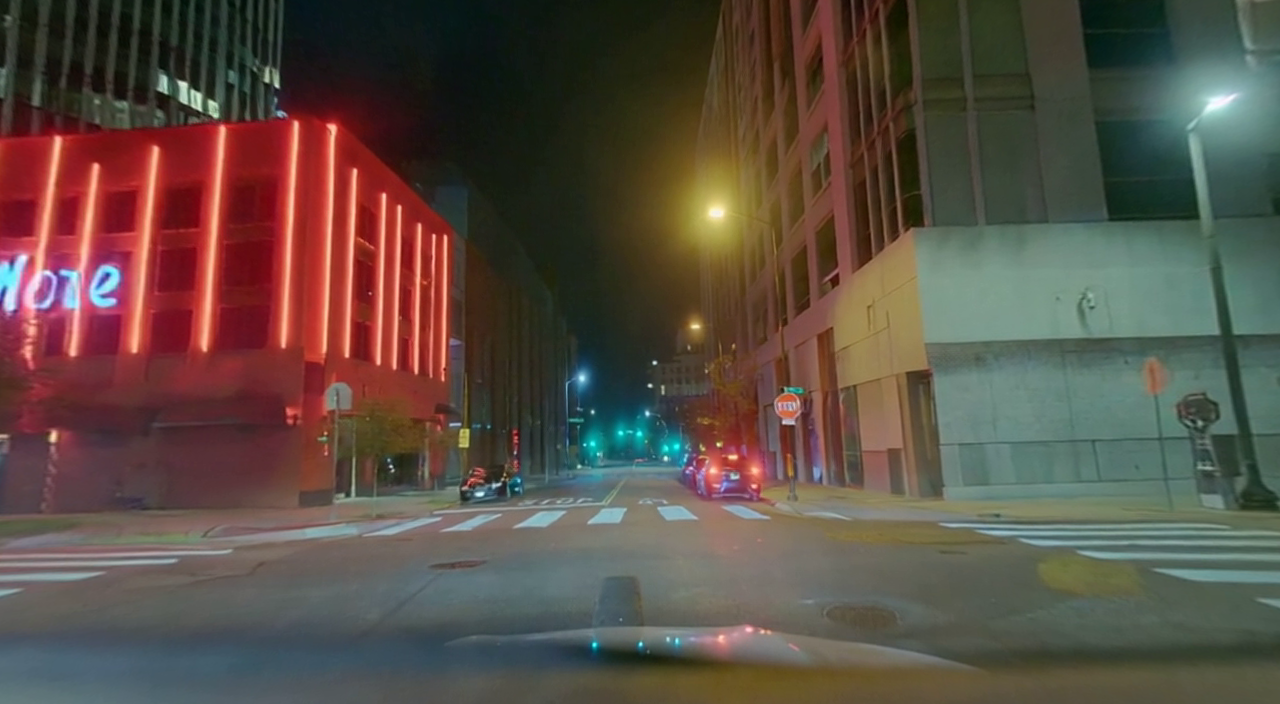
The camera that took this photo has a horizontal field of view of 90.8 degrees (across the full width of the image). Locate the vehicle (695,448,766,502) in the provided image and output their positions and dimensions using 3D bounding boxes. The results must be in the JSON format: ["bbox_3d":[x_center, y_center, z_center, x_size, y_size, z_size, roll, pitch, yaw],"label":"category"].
[{"bbox_3d":[3.111,4.321,22.642,1.917,1.680,4.500,0,-8,0],"label":"vehicle"}]

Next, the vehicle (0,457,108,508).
[{"bbox_3d":[-28.062,6.138,30.165,1.665,1.432,4.120,7,-1,0],"label":"vehicle"}]

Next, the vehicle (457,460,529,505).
[{"bbox_3d":[-5.449,4.852,23.879,1.864,1.447,3.887,0,-8,-2],"label":"vehicle"}]
